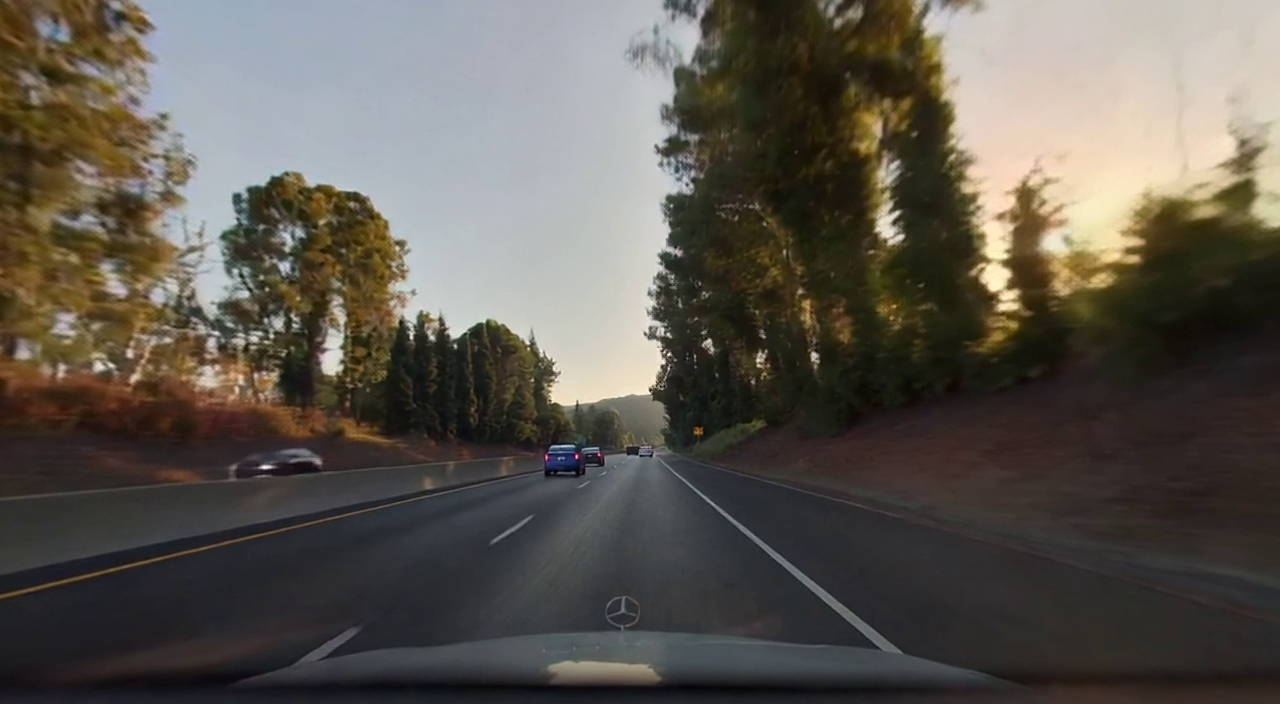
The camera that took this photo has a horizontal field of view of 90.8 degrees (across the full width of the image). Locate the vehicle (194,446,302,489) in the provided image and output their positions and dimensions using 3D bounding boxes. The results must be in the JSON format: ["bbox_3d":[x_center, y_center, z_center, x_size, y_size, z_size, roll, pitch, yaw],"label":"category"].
[{"bbox_3d":[-17.095,5.037,27.808,2.020,1.743,4.226,0,-9,0],"label":"vehicle"}]

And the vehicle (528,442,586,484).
[{"bbox_3d":[-3.383,4.615,26.465,1.846,1.600,4.108,0,-9,1],"label":"vehicle"}]
